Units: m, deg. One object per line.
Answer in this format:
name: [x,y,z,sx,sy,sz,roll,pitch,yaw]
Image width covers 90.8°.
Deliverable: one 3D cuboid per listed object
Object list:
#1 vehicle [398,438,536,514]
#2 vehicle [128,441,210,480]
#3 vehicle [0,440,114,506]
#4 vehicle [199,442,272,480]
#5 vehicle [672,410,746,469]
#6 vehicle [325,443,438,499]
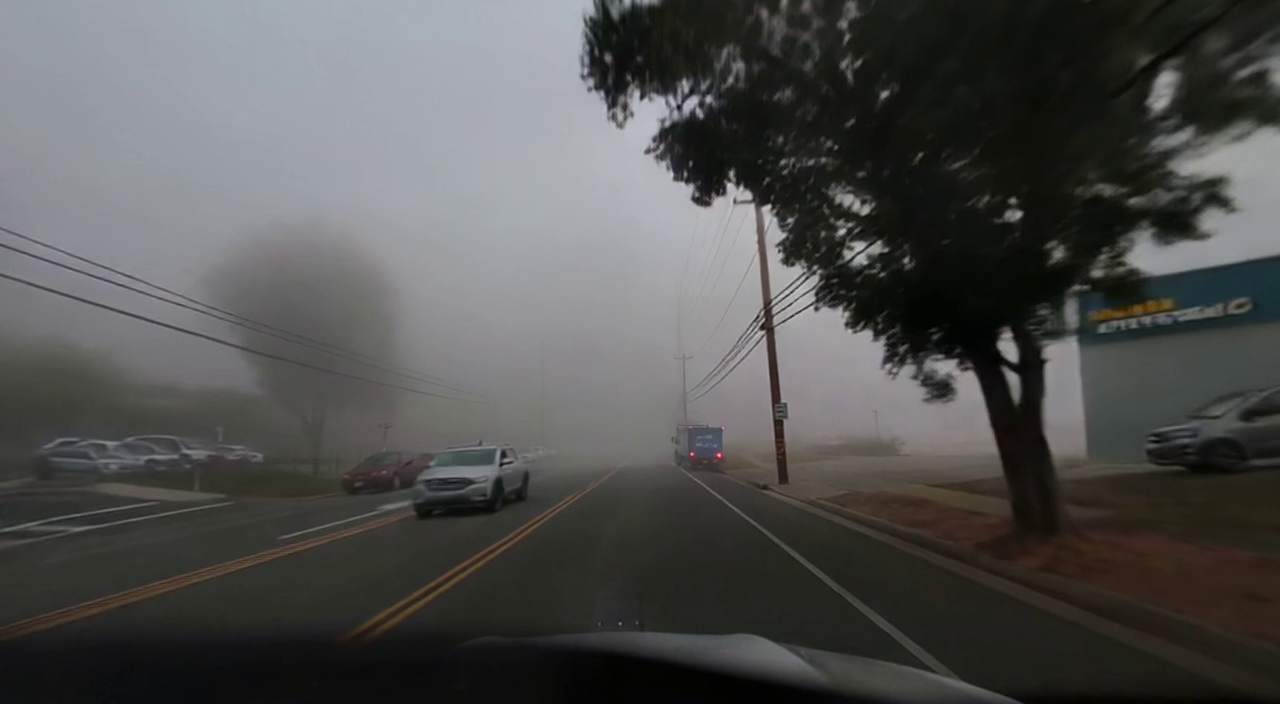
vehicle: [-3.881,2.843,14.981,2.042,1.530,3.980,0,-9,1]
vehicle: [-21.661,5.048,29.245,2.040,1.541,4.636,1,-10,-24]
vehicle: [-18.282,3.611,19.250,1.908,1.763,4.474,3,-9,-19]
vehicle: [-19.517,5.257,30.746,1.980,1.669,5.543,4,-9,-22]
vehicle: [3.875,5.313,38.116,3.168,3.106,9.350,0,-9,-2]
vehicle: [-9.063,4.165,22.628,1.938,1.756,4.686,0,-9,2]
